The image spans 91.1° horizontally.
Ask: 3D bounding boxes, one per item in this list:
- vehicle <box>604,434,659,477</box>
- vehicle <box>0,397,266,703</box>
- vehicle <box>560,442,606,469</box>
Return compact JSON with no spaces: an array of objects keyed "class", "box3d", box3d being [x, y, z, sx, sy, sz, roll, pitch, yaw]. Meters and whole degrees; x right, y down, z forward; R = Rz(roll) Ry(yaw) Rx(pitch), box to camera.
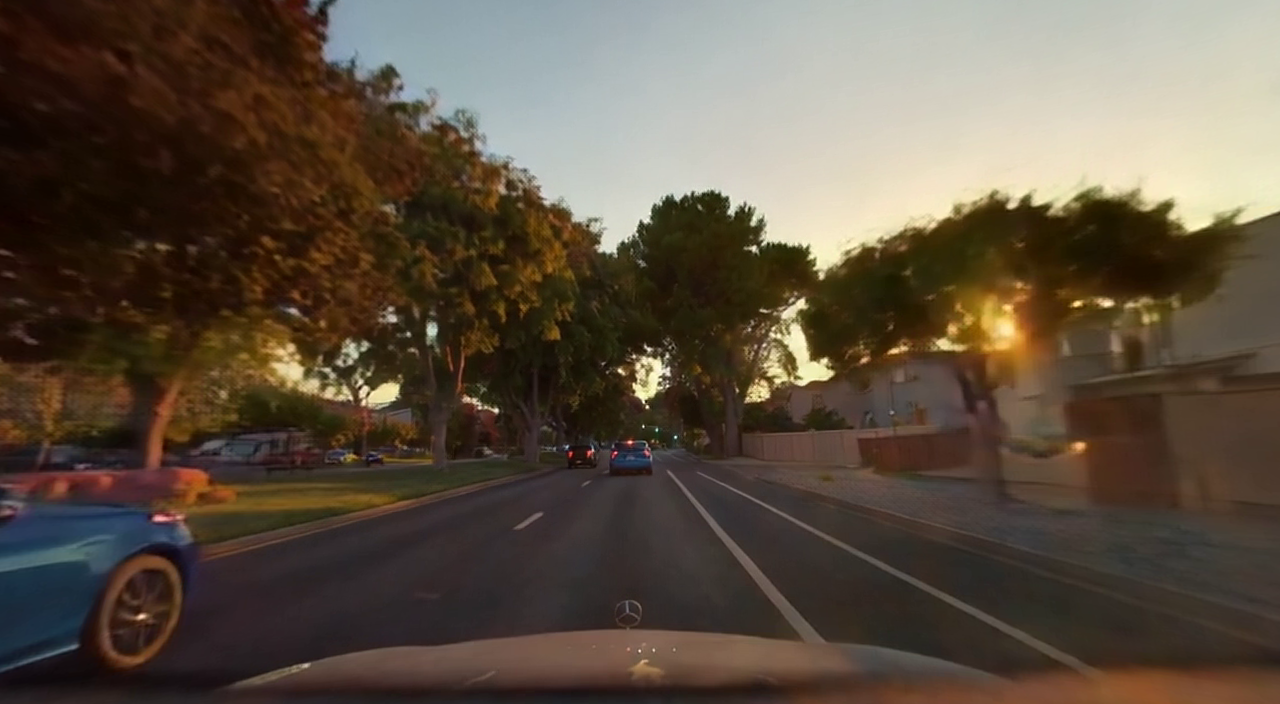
[{"class":"vehicle","box3d":[-0.343,4.495,27.513,2.220,1.742,4.047,0,-8,0]},{"class":"vehicle","box3d":[-3.735,0.820,1.877,2.105,1.469,4.978,0,-8,1]},{"class":"vehicle","box3d":[-3.128,5.776,35.231,2.032,1.433,4.458,0,-8,2]}]
